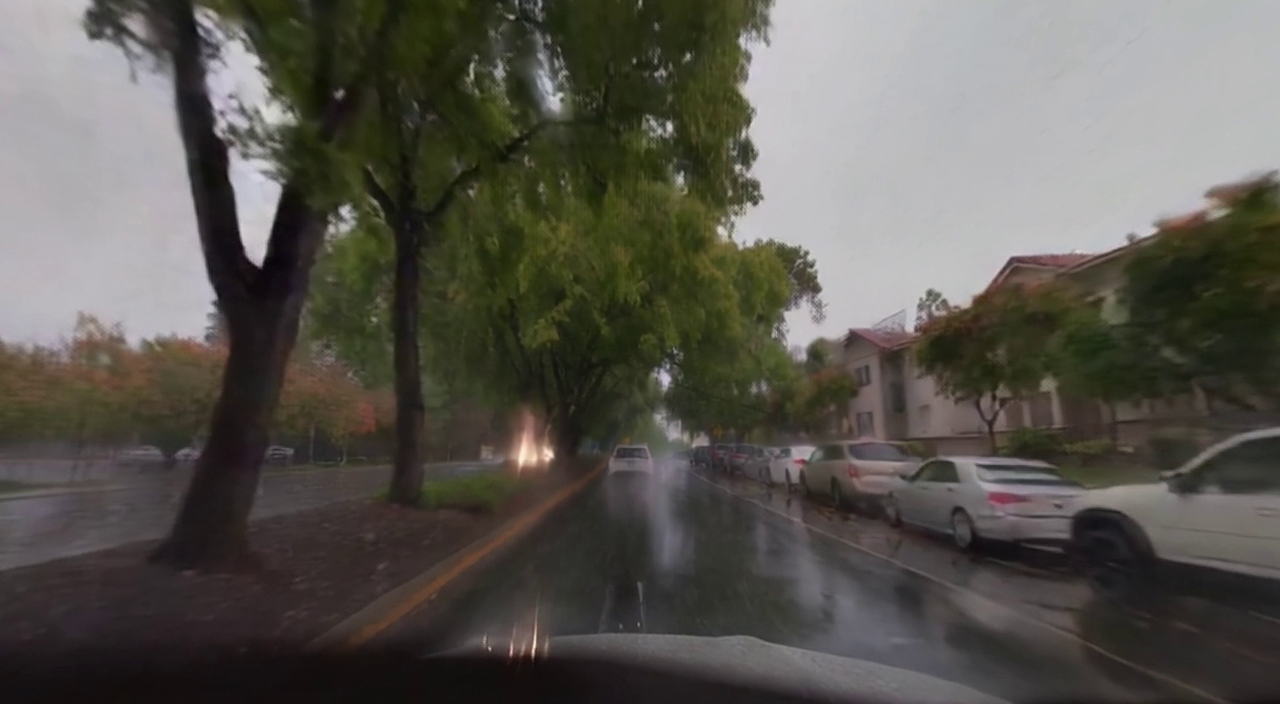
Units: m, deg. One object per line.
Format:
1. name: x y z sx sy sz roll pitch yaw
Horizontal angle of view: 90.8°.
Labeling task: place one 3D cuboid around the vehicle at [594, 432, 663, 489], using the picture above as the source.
1. vehicle: -0.388 3.555 20.961 2.070 1.698 3.925 0 -8 -1

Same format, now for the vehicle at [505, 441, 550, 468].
1. vehicle: -6.556 6.004 37.163 2.105 1.474 4.808 1 -8 -4

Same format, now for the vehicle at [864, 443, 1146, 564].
1. vehicle: 5.348 2.222 10.078 2.005 1.499 4.108 0 -8 0

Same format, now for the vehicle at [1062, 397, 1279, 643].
1. vehicle: 5.890 1.263 4.672 1.994 1.853 4.924 0 -8 -2

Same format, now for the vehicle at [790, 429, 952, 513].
1. vehicle: 5.674 2.986 16.381 2.233 1.811 4.922 0 -8 -1
